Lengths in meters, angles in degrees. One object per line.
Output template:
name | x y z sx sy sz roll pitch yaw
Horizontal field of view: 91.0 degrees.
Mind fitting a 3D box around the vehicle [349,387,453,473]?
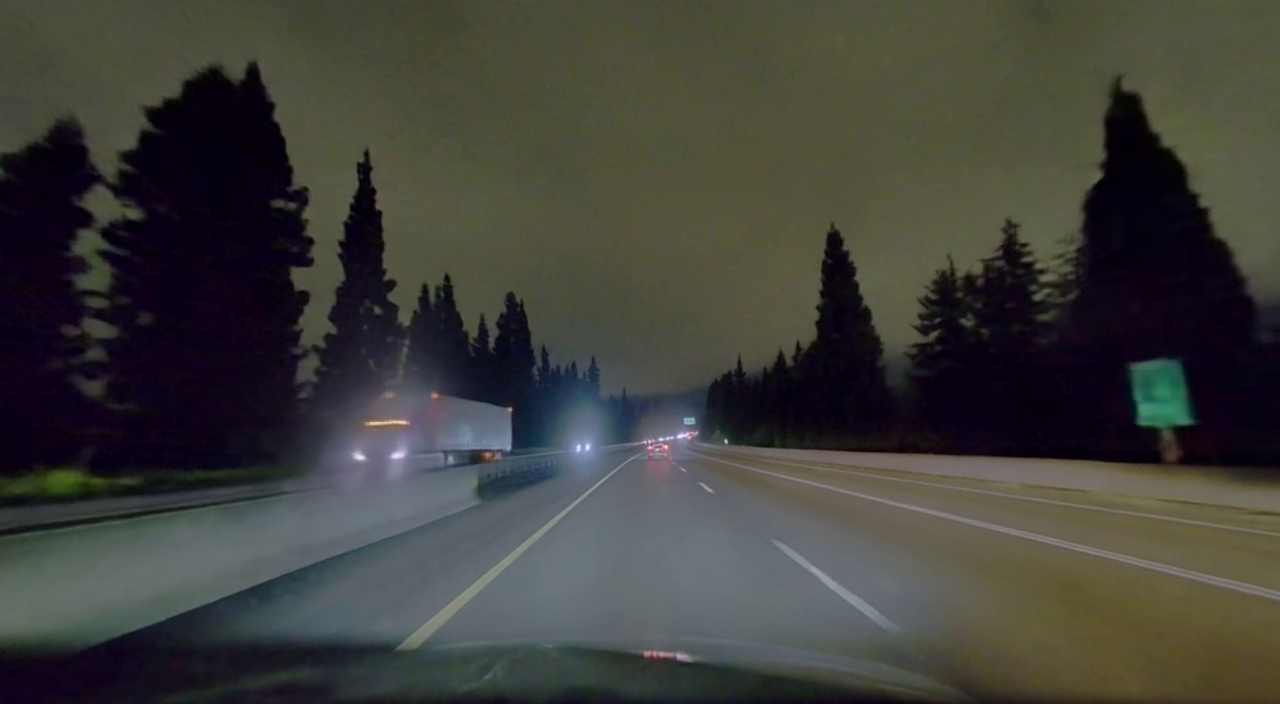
vehicle | -11.469 3.841 30.808 2.907 3.852 5.056 0 -8 1

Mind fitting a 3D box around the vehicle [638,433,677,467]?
vehicle | 1.096 6.058 39.121 2.301 1.944 4.554 0 -8 1
